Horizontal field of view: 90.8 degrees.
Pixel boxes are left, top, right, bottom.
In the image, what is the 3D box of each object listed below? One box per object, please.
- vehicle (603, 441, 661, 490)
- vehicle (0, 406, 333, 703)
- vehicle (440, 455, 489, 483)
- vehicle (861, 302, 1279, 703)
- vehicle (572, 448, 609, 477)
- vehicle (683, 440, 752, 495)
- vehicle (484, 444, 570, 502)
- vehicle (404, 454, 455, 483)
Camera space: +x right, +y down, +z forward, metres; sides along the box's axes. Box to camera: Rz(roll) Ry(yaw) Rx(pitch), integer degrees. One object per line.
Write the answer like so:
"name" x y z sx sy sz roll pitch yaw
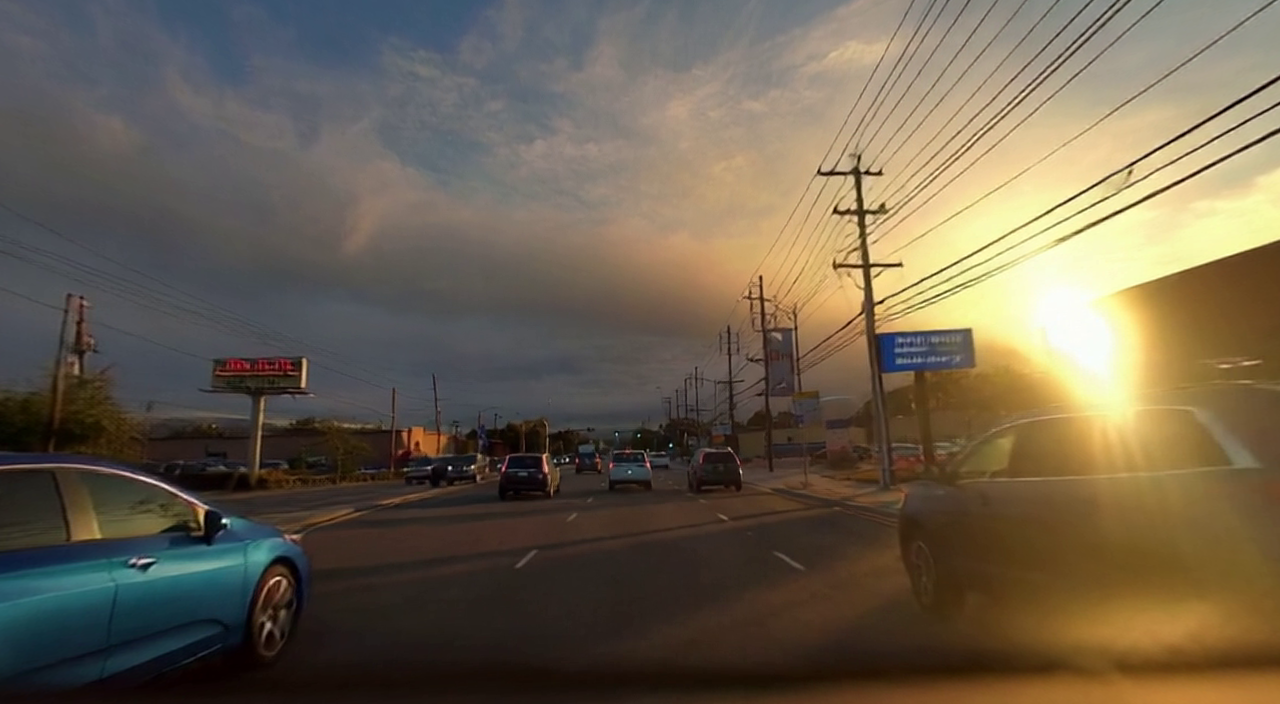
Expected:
"vehicle" -0.387 4.855 27.495 2.326 1.925 4.253 0 -8 -1
"vehicle" -3.255 0.970 2.342 2.022 1.498 4.471 0 -8 -1
"vehicle" -11.436 7.627 41.438 2.020 1.633 4.462 0 -8 -2
"vehicle" 3.431 1.019 3.891 2.282 1.897 4.915 0 -9 -1
"vehicle" -3.631 8.224 47.401 2.405 2.009 5.909 0 -8 -1
"vehicle" 2.865 4.340 24.194 2.026 1.904 4.102 0 -8 -1
"vehicle" -3.514 3.822 20.423 2.051 1.671 3.861 0 -8 0
"vehicle" -15.188 8.400 45.912 2.086 1.870 4.979 0 -8 -2
